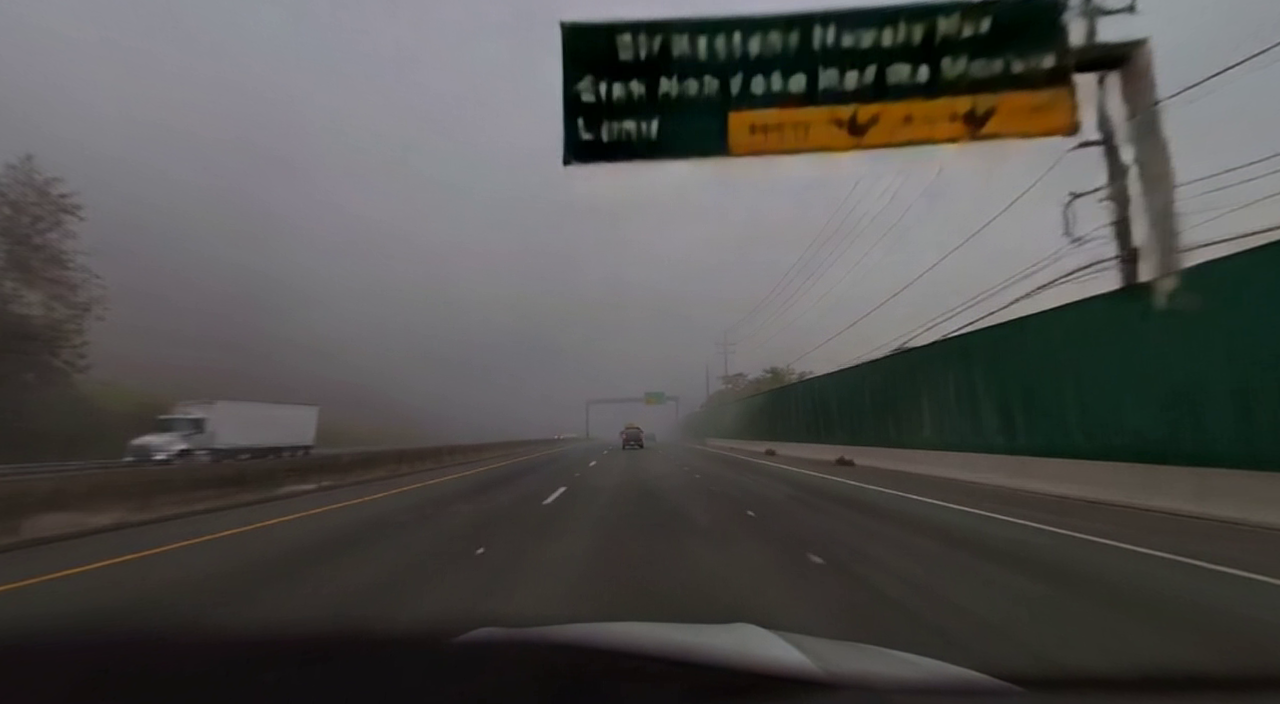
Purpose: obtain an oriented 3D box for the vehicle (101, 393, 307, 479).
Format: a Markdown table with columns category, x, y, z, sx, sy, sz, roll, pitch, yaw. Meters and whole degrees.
| category | x | y | z | sx | sy | sz | roll | pitch | yaw |
| --- | --- | --- | --- | --- | --- | --- | --- | --- | --- |
| vehicle | -20.674 | 4.138 | 31.094 | 2.966 | 3.516 | 10.162 | 0 | -8 | 0 |
